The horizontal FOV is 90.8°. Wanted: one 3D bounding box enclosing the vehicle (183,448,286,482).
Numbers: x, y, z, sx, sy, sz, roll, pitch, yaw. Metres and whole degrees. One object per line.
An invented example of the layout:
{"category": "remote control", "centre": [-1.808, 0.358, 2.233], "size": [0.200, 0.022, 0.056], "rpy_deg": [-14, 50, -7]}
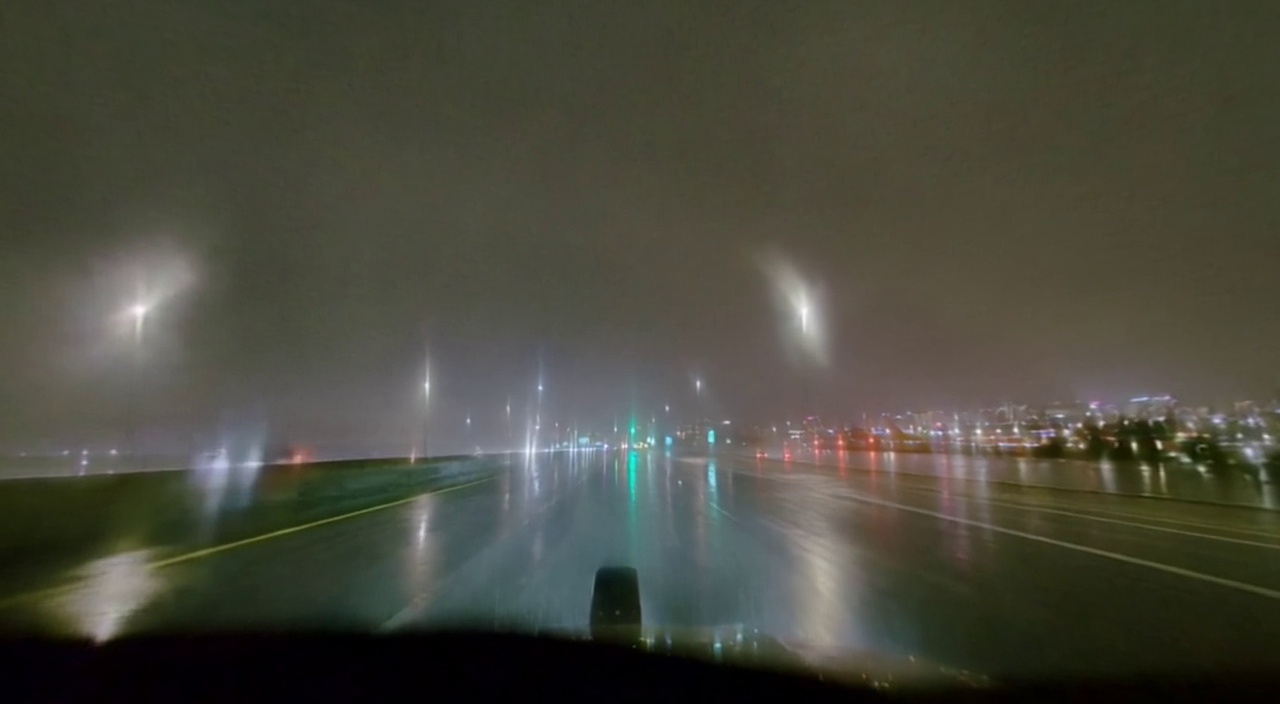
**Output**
{"category": "vehicle", "centre": [-19.899, 5.545, 31.289], "size": [1.983, 1.509, 4.699], "rpy_deg": [0, -9, -1]}
